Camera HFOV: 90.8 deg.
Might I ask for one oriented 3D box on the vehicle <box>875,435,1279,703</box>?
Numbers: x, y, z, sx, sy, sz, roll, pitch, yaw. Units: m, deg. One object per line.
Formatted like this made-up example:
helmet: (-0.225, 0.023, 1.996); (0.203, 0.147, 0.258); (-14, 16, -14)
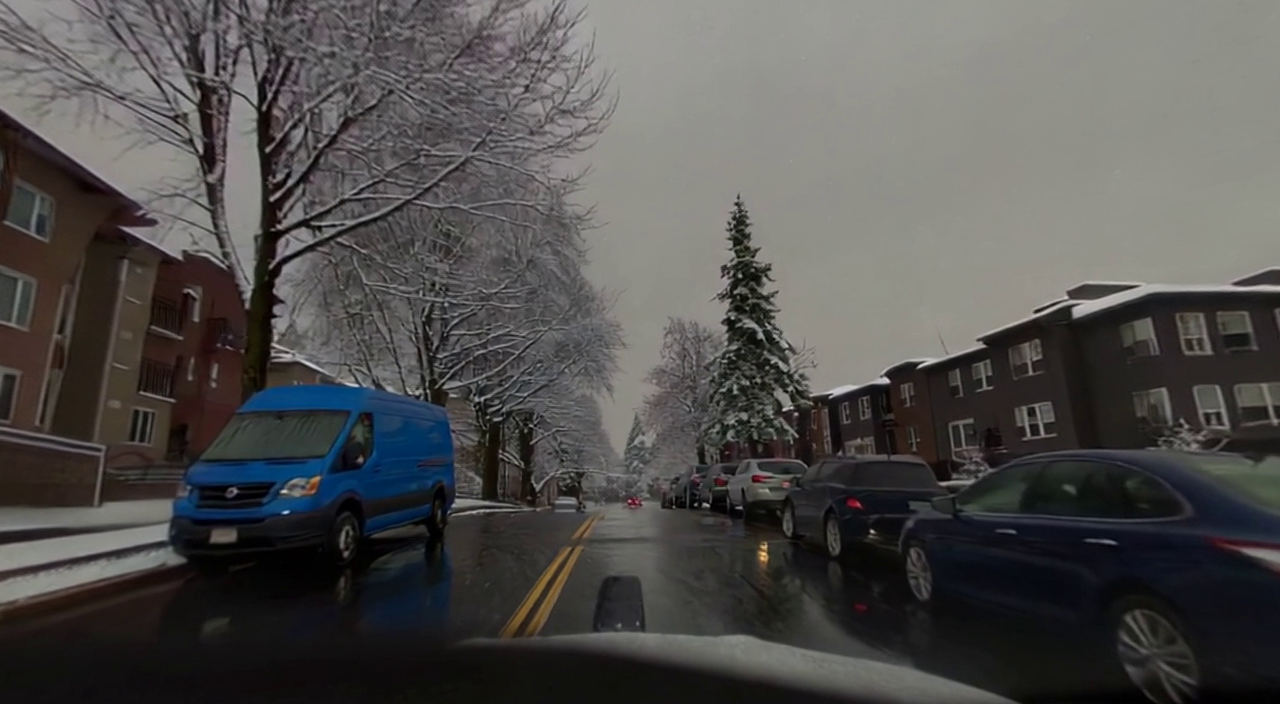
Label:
vehicle: (3.270, 1.302, 4.057); (1.827, 1.436, 4.322); (0, -9, 0)

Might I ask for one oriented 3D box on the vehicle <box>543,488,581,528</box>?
vehicle: (-5.093, 10.219, 41.610); (2.090, 1.674, 4.457); (-4, -4, -3)

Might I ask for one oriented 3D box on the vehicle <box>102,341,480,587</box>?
vehicle: (-4.761, 1.744, 10.566); (2.546, 2.664, 6.863); (-2, -9, -1)
